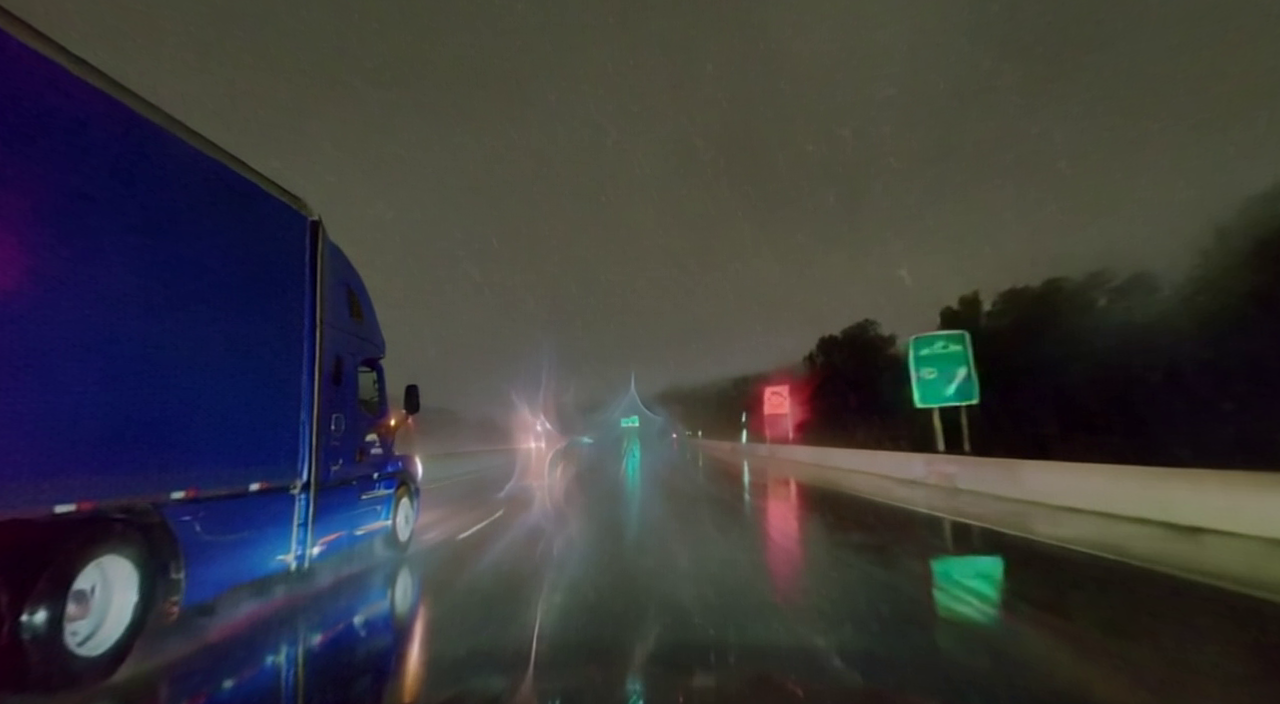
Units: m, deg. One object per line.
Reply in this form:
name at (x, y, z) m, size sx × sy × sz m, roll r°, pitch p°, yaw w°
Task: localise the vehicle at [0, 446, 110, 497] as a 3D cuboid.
vehicle at (-20.843, 4.024, 21.489) m, size 1.829 × 1.515 × 4.130 m, roll 0°, pitch -8°, yaw 0°
